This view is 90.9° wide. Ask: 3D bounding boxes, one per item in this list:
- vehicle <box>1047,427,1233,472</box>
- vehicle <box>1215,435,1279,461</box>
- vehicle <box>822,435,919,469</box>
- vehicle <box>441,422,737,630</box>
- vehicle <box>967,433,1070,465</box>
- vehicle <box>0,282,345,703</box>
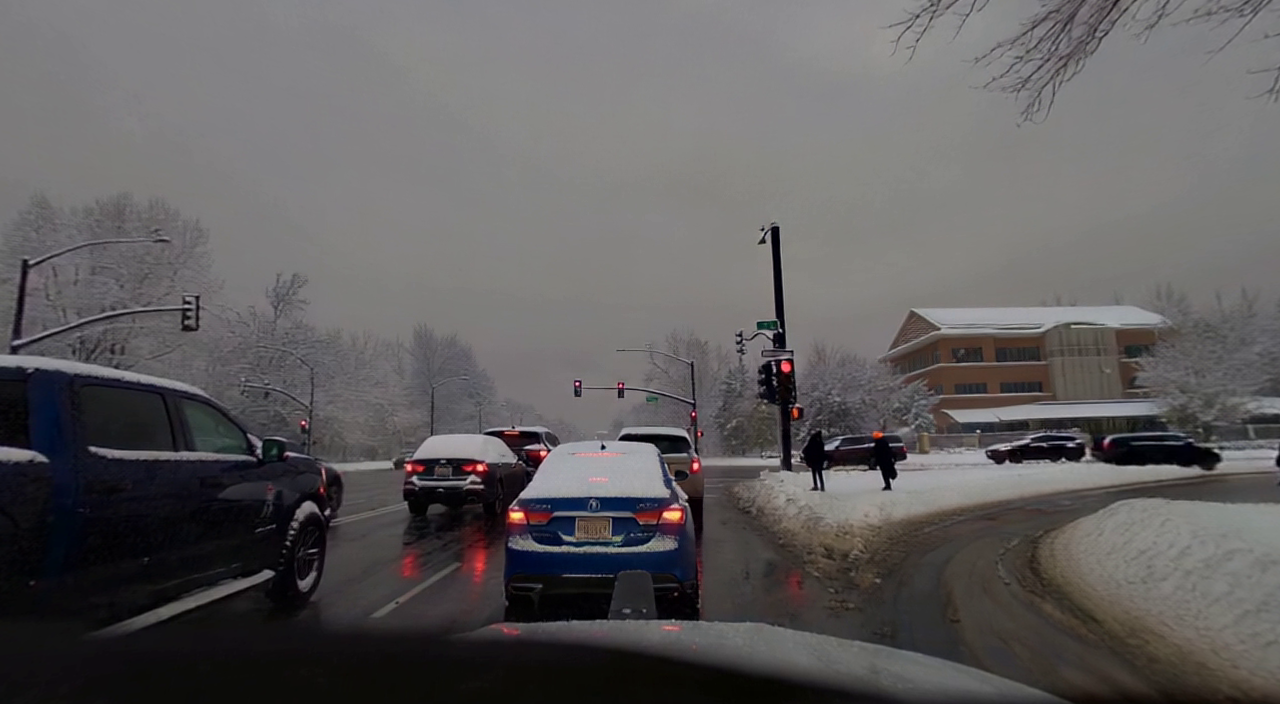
[{"bbox_3d":[19.218,3.786,24.483,5.192,1.620,2.072,-1,-9,7],"label":"vehicle"},{"bbox_3d":[36.302,5.514,36.141,4.643,1.464,1.840,-1,-9,3],"label":"vehicle"},{"bbox_3d":[12.219,5.336,33.628,4.394,1.724,1.886,0,-9,1],"label":"vehicle"},{"bbox_3d":[-0.361,1.608,6.878,2.144,1.497,4.446,0,-9,0],"label":"vehicle"},{"bbox_3d":[21.959,5.647,36.721,4.529,1.786,2.110,0,-9,2],"label":"vehicle"},{"bbox_3d":[-3.690,0.749,2.832,2.202,1.961,4.980,0,-9,1],"label":"vehicle"}]
